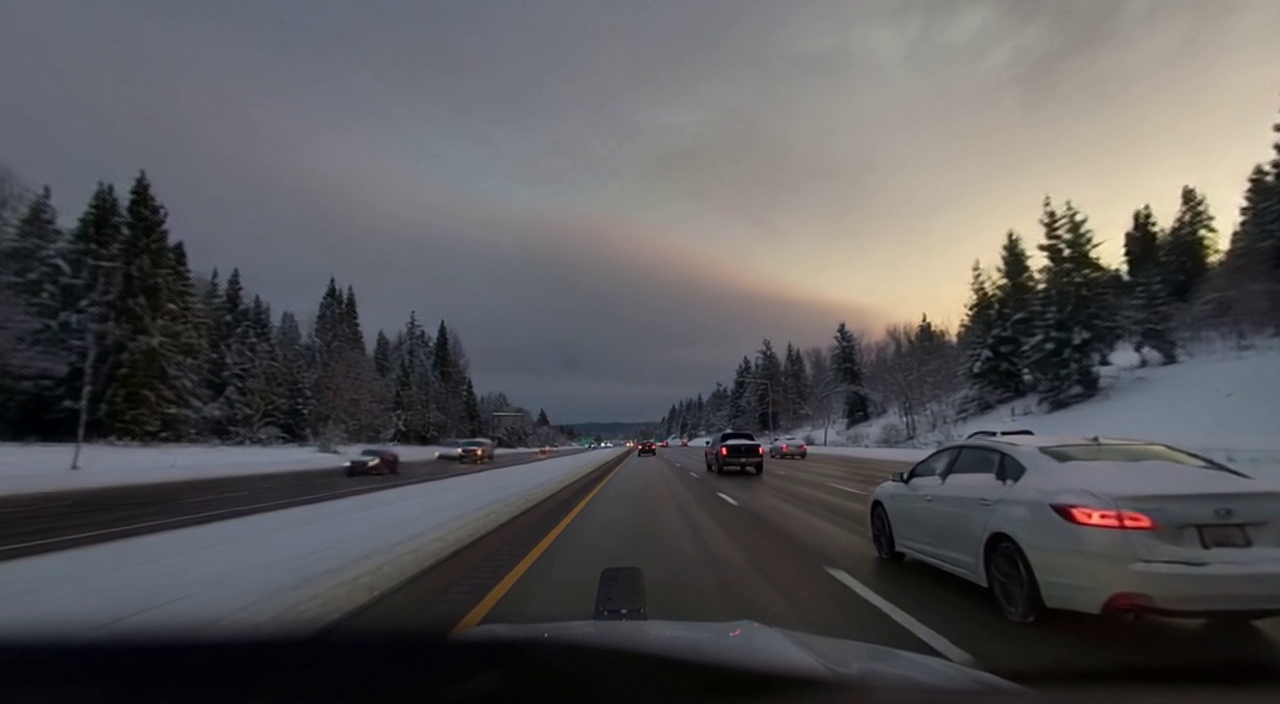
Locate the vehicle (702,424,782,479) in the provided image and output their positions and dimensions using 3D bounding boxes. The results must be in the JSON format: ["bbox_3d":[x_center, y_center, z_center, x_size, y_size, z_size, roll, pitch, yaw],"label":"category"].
[{"bbox_3d":[3.821,3.865,24.641,2.206,1.902,5.460,0,-8,0],"label":"vehicle"}]

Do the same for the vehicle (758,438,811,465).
[{"bbox_3d":[8.532,5.914,37.541,2.002,1.500,4.715,0,-8,0],"label":"vehicle"}]

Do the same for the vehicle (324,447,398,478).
[{"bbox_3d":[-14.804,5.841,33.587,1.867,1.465,4.482,-1,-8,1],"label":"vehicle"}]

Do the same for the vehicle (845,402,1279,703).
[{"bbox_3d":[3.344,1.269,4.834,1.904,1.453,4.789,0,-8,0],"label":"vehicle"}]
